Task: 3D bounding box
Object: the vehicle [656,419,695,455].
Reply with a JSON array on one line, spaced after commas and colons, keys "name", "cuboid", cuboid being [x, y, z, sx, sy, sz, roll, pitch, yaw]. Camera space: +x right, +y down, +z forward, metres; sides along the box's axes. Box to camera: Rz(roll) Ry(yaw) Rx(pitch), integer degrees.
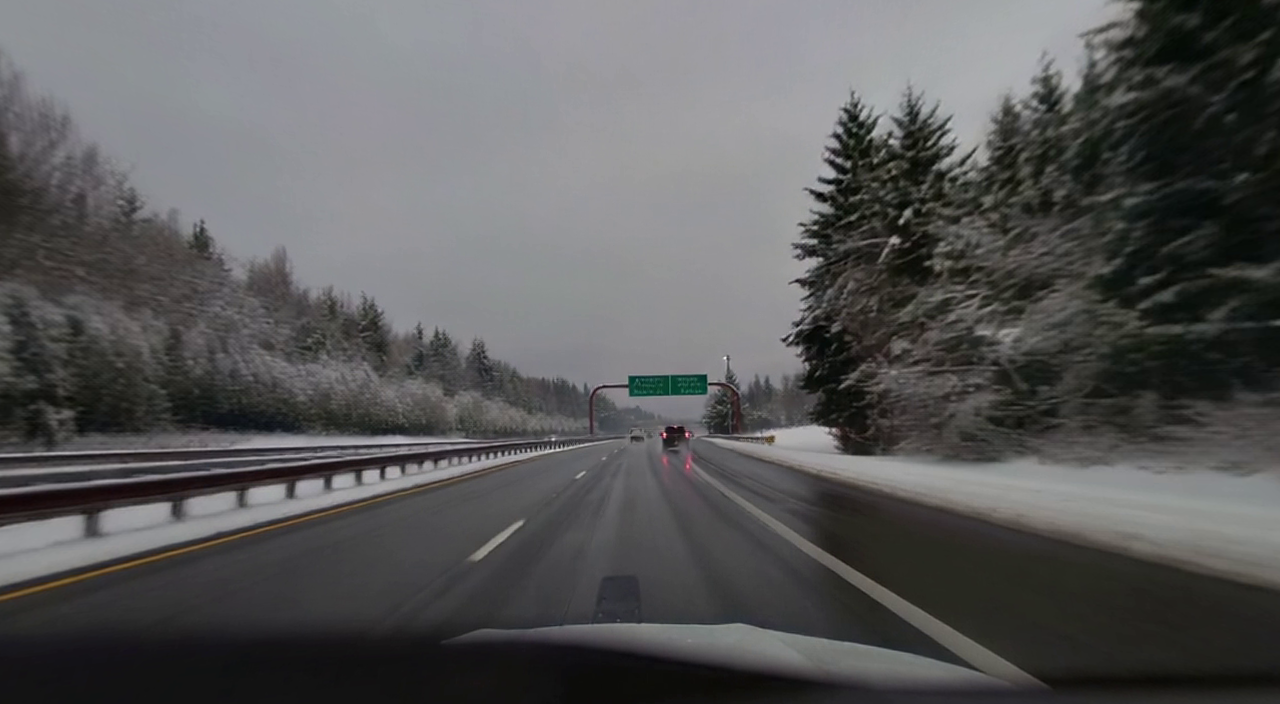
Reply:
[{"name": "vehicle", "cuboid": [2.361, 5.839, 43.408, 2.450, 2.314, 4.753, 0, -8, 1]}]
